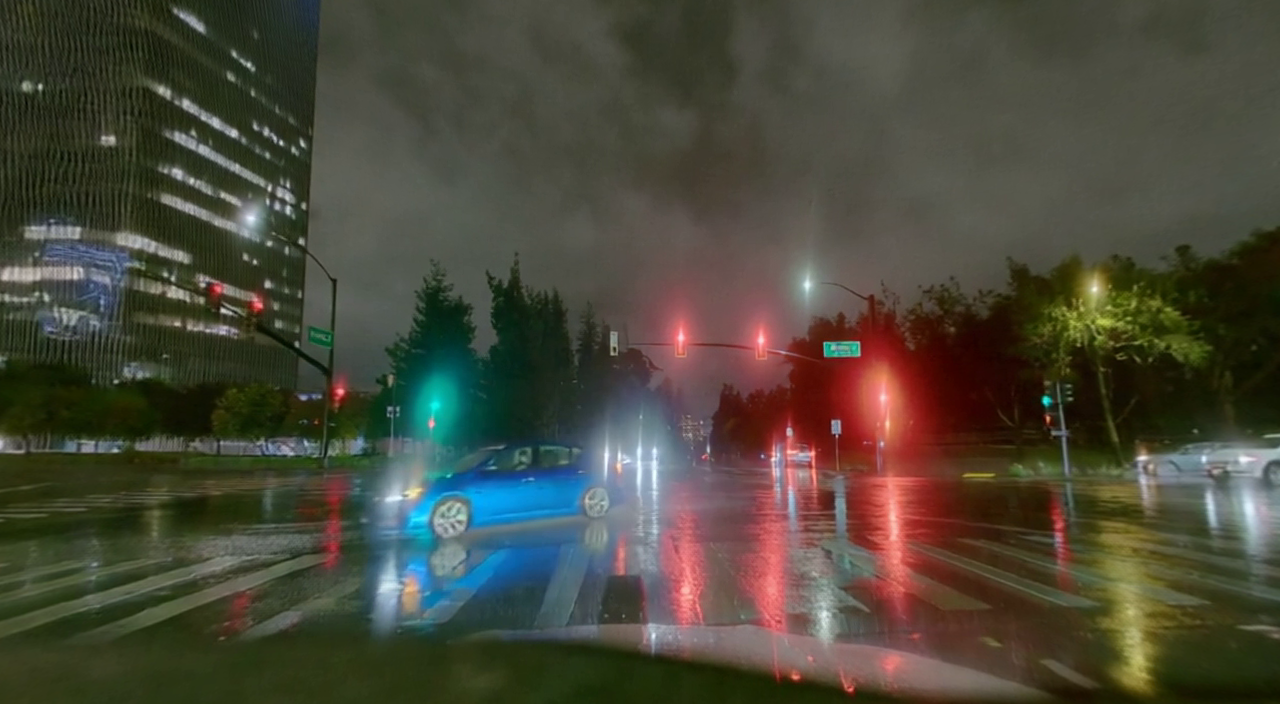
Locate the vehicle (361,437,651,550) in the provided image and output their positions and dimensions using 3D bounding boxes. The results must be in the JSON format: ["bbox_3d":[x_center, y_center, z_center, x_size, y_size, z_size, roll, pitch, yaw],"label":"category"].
[{"bbox_3d":[-2.014,2.273,10.931,1.924,1.491,4.802,-7,-11,37],"label":"vehicle"}]
